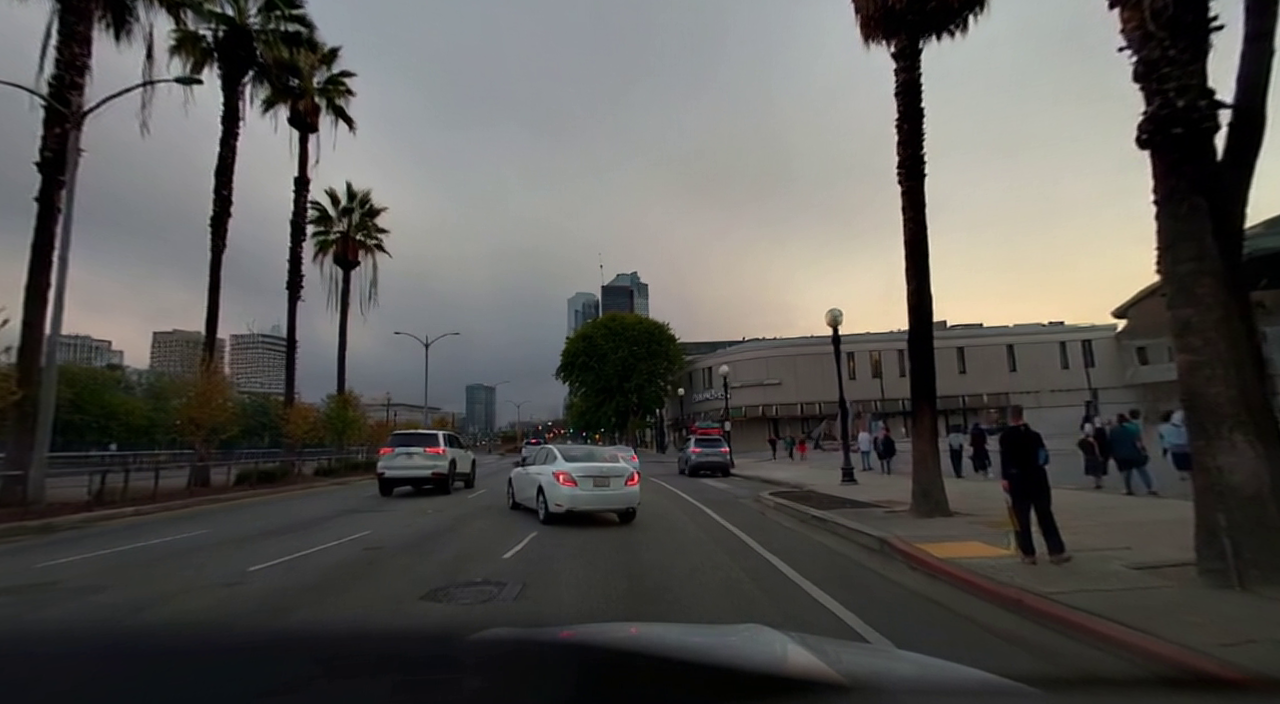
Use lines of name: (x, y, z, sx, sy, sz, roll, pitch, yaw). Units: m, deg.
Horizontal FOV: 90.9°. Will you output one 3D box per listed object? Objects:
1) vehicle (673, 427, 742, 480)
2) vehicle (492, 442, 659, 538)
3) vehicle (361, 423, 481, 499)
vehicle: (2.976, 4.657, 29.136, 2.126, 2.167, 5.098, 1, -9, -6)
vehicle: (-1.490, 2.532, 12.372, 1.930, 1.477, 4.657, 3, -9, -23)
vehicle: (-6.630, 3.366, 19.864, 2.164, 2.047, 5.455, 0, -9, -4)
